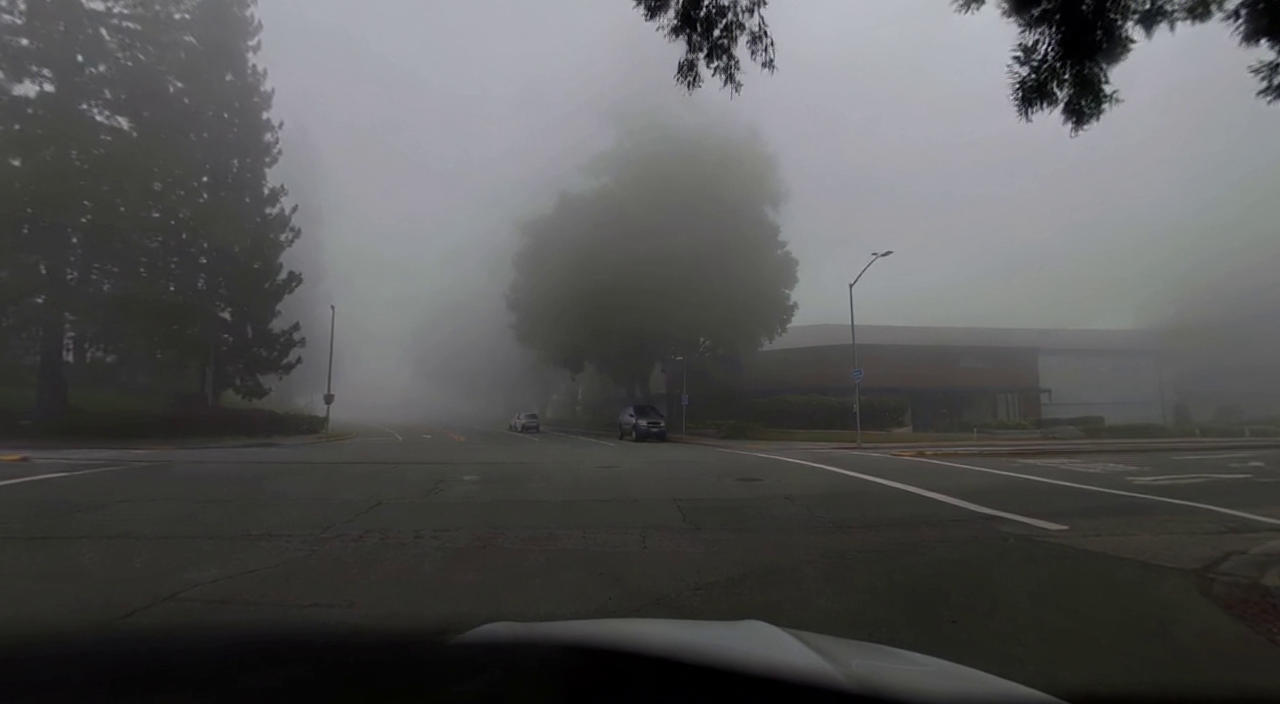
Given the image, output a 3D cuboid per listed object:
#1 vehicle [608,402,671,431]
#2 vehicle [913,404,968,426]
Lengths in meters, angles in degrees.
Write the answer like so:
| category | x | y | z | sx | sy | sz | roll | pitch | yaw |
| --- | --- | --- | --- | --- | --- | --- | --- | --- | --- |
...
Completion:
| category | x | y | z | sx | sy | sz | roll | pitch | yaw |
| --- | --- | --- | --- | --- | --- | --- | --- | --- | --- |
| vehicle | -0.124 | 4.890 | 46.838 | 2.435 | 1.858 | 5.585 | 4 | -9 | -26 |
| vehicle | 23.854 | 5.025 | 49.752 | 4.674 | 1.483 | 1.745 | 6 | -10 | -35 |
